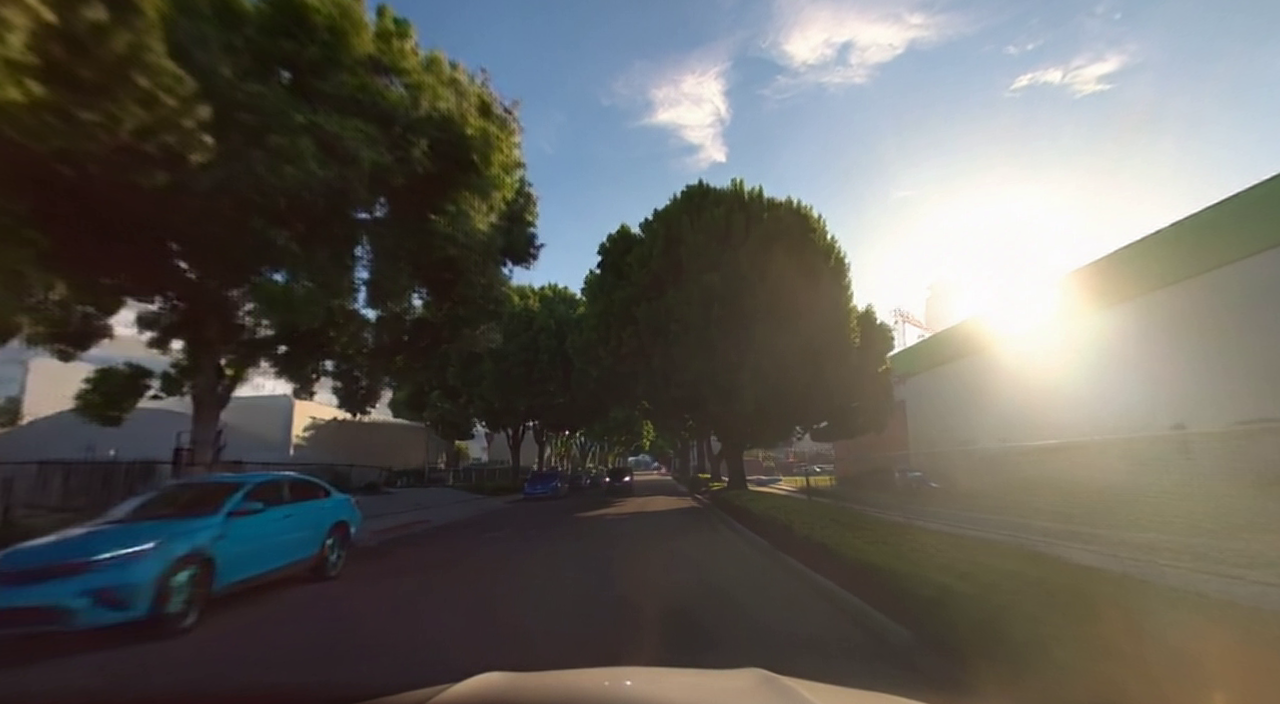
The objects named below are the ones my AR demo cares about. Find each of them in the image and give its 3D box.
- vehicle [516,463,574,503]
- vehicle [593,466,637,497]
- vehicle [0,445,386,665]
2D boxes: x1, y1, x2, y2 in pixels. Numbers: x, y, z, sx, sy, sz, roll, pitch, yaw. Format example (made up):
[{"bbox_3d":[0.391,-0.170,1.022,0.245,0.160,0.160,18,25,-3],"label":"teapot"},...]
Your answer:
[{"bbox_3d":[-4.081,5.716,27.777,2.011,1.596,3.760,-1,-10,-1],"label":"vehicle"},{"bbox_3d":[-1.236,6.690,32.816,1.978,1.453,4.314,1,-10,2],"label":"vehicle"},{"bbox_3d":[-4.561,1.824,6.660,1.903,1.542,4.115,-1,-10,2],"label":"vehicle"}]
